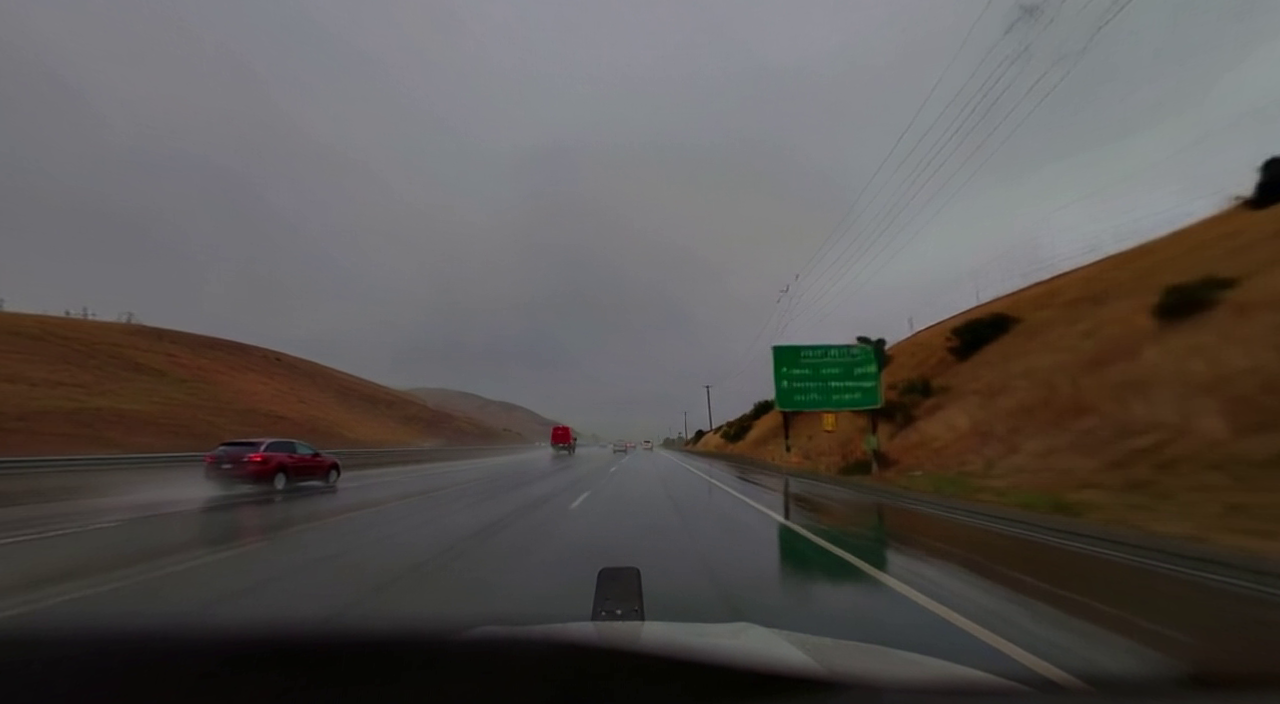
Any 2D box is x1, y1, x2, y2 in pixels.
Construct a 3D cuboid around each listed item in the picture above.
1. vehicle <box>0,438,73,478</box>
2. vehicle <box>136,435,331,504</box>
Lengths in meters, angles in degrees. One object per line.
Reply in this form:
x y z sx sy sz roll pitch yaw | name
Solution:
-28.324 4.669 27.873 1.774 1.718 4.776 0 -9 2 | vehicle
-10.622 3.092 17.049 1.971 1.558 4.847 0 -9 1 | vehicle
